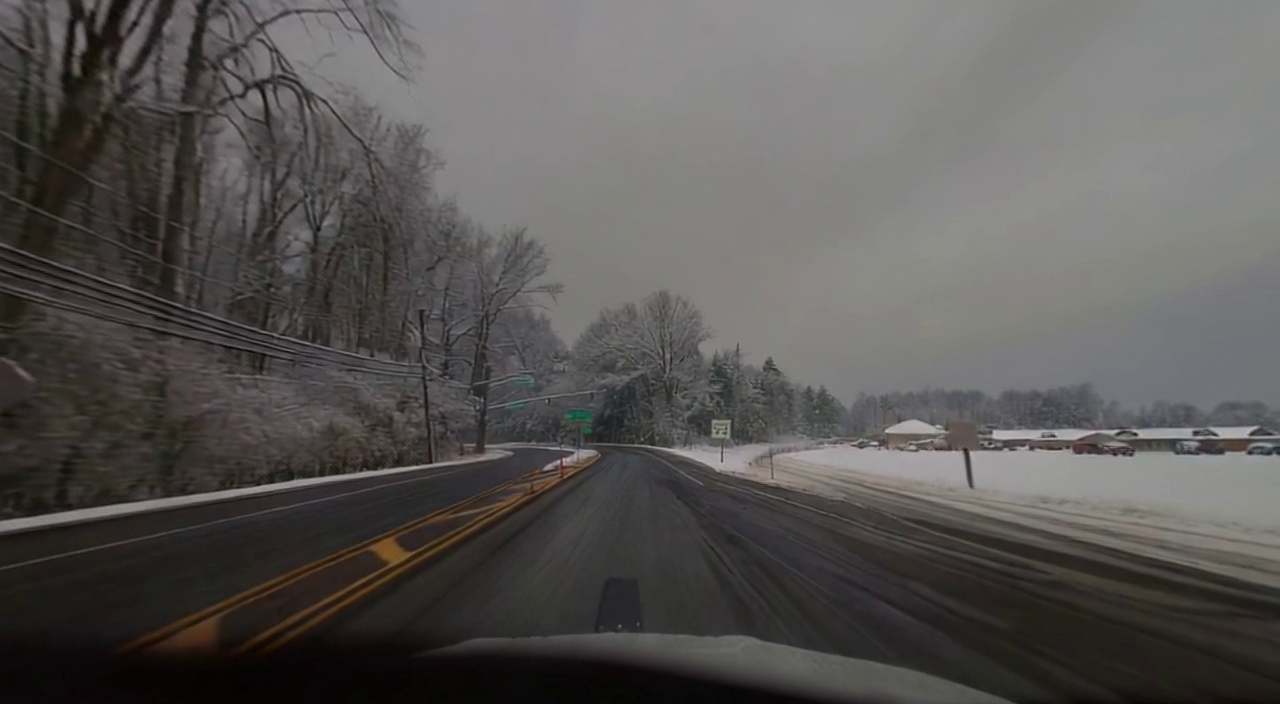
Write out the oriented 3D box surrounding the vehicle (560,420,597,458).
[{"bbox_3d":[-4.160,5.933,42.968,2.436,2.512,2.316,0,-9,-4],"label":"vehicle"}]
